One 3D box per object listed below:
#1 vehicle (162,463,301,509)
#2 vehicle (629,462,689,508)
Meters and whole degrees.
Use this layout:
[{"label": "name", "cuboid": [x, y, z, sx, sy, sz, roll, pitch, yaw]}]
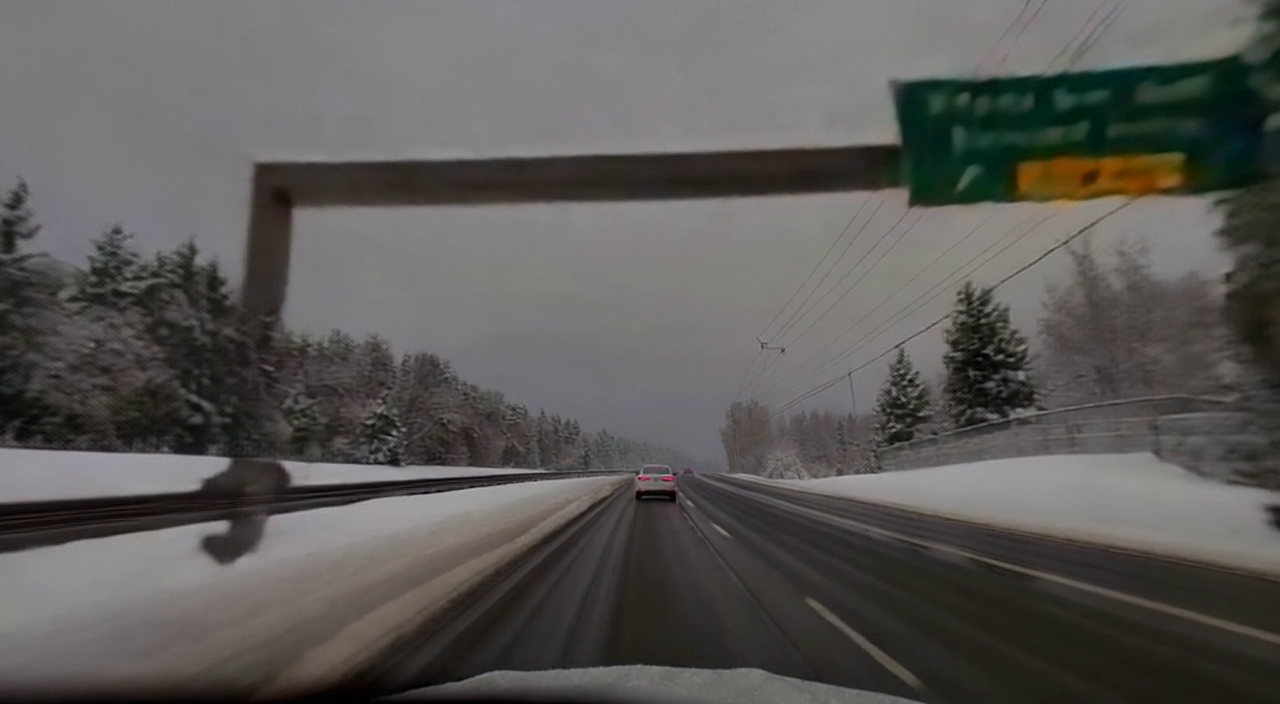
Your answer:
[{"label": "vehicle", "cuboid": [-14.980, 4.931, 23.506, 1.980, 1.476, 4.619, 1, -10, 1]}, {"label": "vehicle", "cuboid": [0.643, 4.793, 23.030, 1.987, 1.480, 3.786, 1, -10, 0]}]
